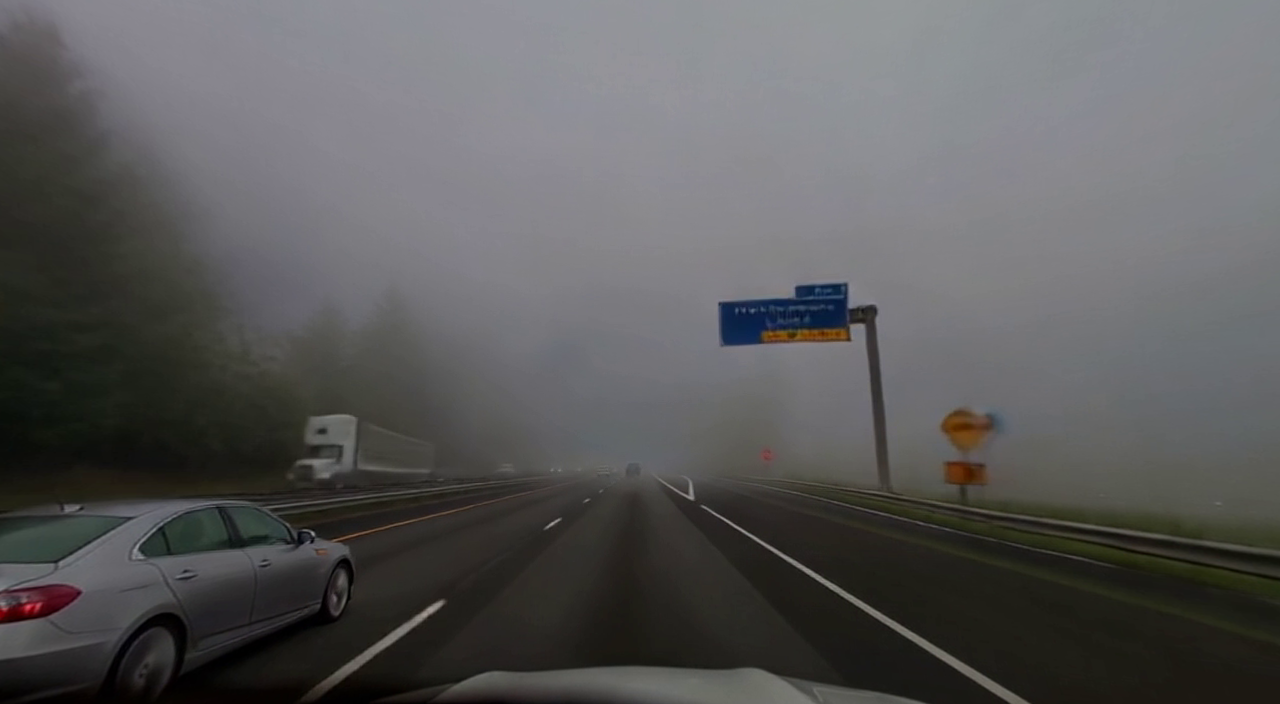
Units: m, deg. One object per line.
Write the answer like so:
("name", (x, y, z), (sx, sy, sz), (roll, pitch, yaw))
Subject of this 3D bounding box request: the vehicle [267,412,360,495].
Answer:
("vehicle", (-17.106, 5.377, 33.269), (2.962, 4.065, 3.028), (1, -10, -1))

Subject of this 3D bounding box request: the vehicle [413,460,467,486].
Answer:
("vehicle", (-12.526, 7.635, 39.744), (1.901, 1.489, 4.490), (1, -10, 1))
